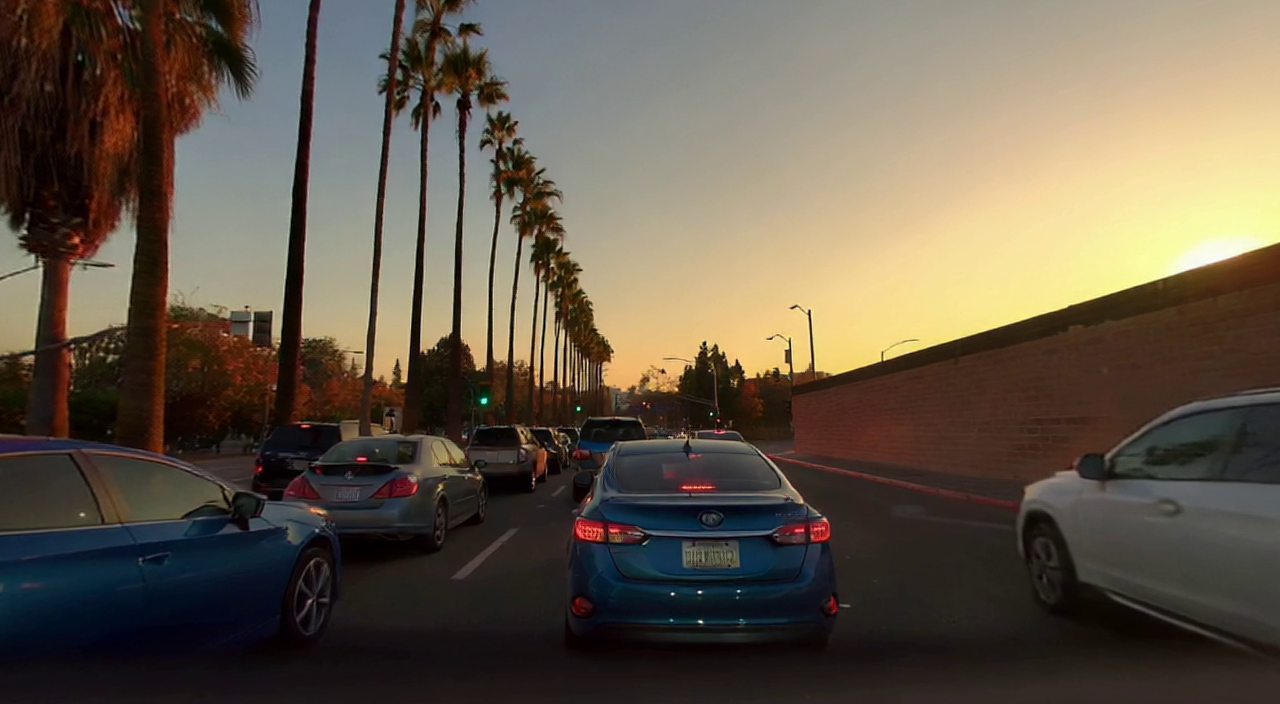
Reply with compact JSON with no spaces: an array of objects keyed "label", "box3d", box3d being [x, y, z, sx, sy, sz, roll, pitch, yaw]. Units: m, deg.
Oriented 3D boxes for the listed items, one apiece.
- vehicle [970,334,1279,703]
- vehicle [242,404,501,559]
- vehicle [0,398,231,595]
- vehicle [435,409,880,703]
[{"label":"vehicle","box3d":[3.532,0.937,3.092,2.112,1.717,4.432,-2,-9,11]},{"label":"vehicle","box3d":[-3.517,1.775,9.283,2.055,1.746,4.136,0,-8,-2]},{"label":"vehicle","box3d":[-6.671,1.406,6.395,1.963,1.721,4.662,0,-8,-2]},{"label":"vehicle","box3d":[0.047,1.336,5.203,2.128,1.473,4.272,0,-8,-1]}]
